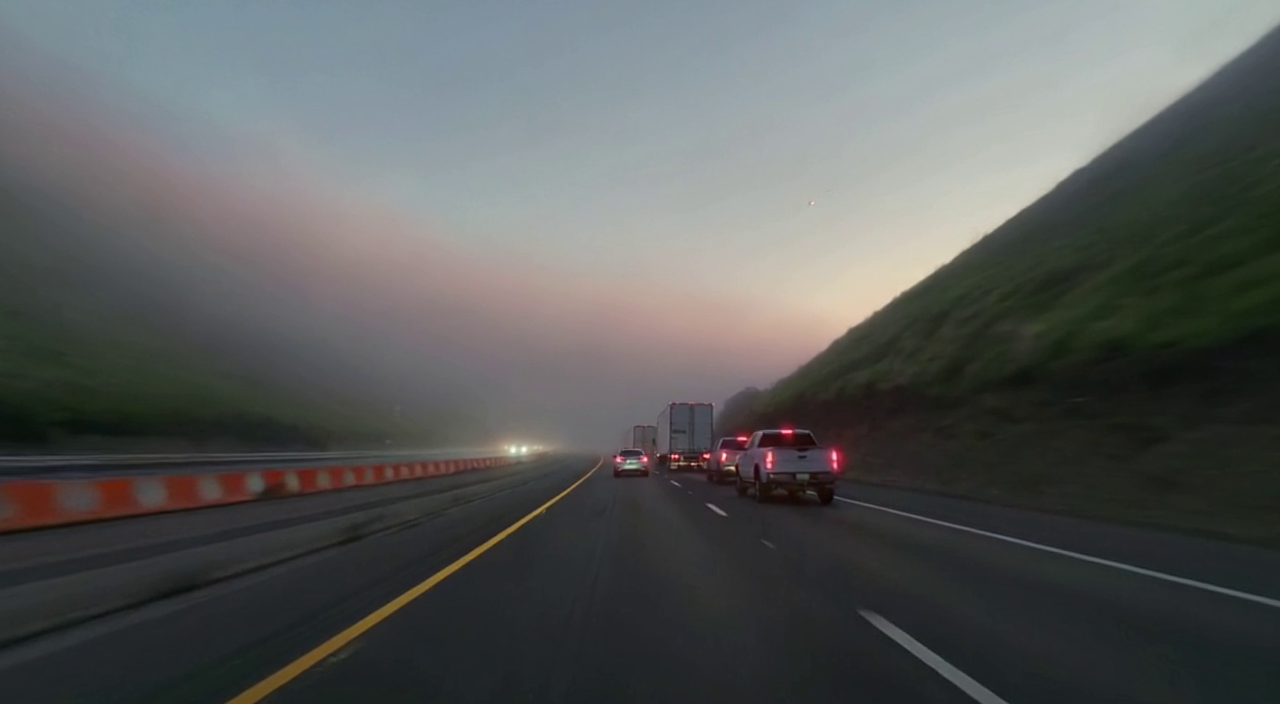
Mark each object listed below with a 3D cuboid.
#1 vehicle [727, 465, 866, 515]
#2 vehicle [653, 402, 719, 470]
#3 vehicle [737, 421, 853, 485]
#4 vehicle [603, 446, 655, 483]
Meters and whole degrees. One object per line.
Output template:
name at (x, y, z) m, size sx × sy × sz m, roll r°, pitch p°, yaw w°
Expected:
vehicle at (3.864, 3.552, 16.741) m, size 2.129 × 0.956 × 5.390 m, roll 0°, pitch -9°, yaw -2°
vehicle at (2.958, 6.302, 46.037) m, size 2.911 × 4.099 × 14.578 m, roll 0°, pitch -9°, yaw -3°
vehicle at (3.921, 2.684, 16.755) m, size 1.873 × 1.465 × 4.264 m, roll 0°, pitch -9°, yaw -2°
vehicle at (-0.457, 4.660, 26.344) m, size 2.029 × 1.437 × 3.794 m, roll 0°, pitch -9°, yaw -1°
